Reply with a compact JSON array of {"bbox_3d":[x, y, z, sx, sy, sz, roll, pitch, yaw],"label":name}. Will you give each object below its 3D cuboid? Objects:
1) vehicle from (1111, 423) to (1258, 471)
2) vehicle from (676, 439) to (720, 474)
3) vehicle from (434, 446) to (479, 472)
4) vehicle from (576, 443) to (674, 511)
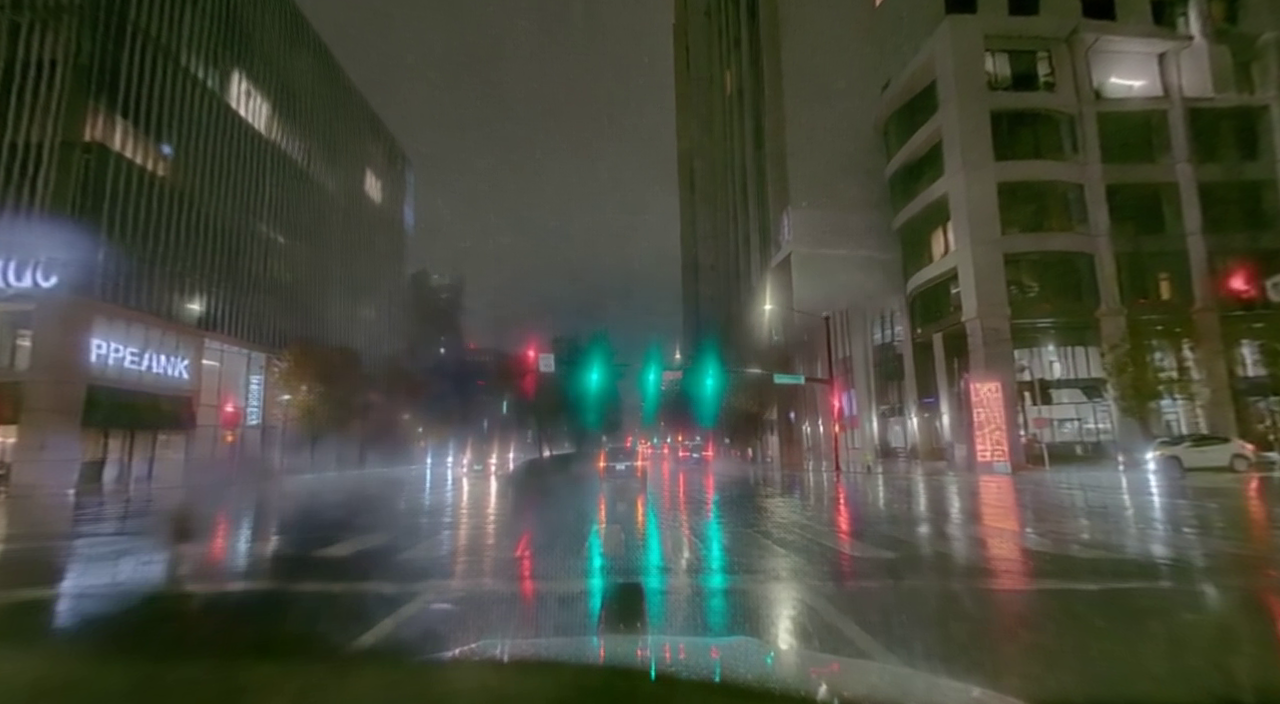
[{"bbox_3d":[23.975,4.222,27.962,4.384,2.000,2.345,1,-9,-4],"label":"vehicle"},{"bbox_3d":[3.240,5.871,35.944,2.078,1.799,4.089,1,-8,-1],"label":"vehicle"},{"bbox_3d":[-12.684,7.402,43.992,2.000,1.507,4.286,-3,-8,-2],"label":"vehicle"},{"bbox_3d":[-0.374,3.046,15.946,2.144,1.398,3.963,1,-8,-1],"label":"vehicle"}]
